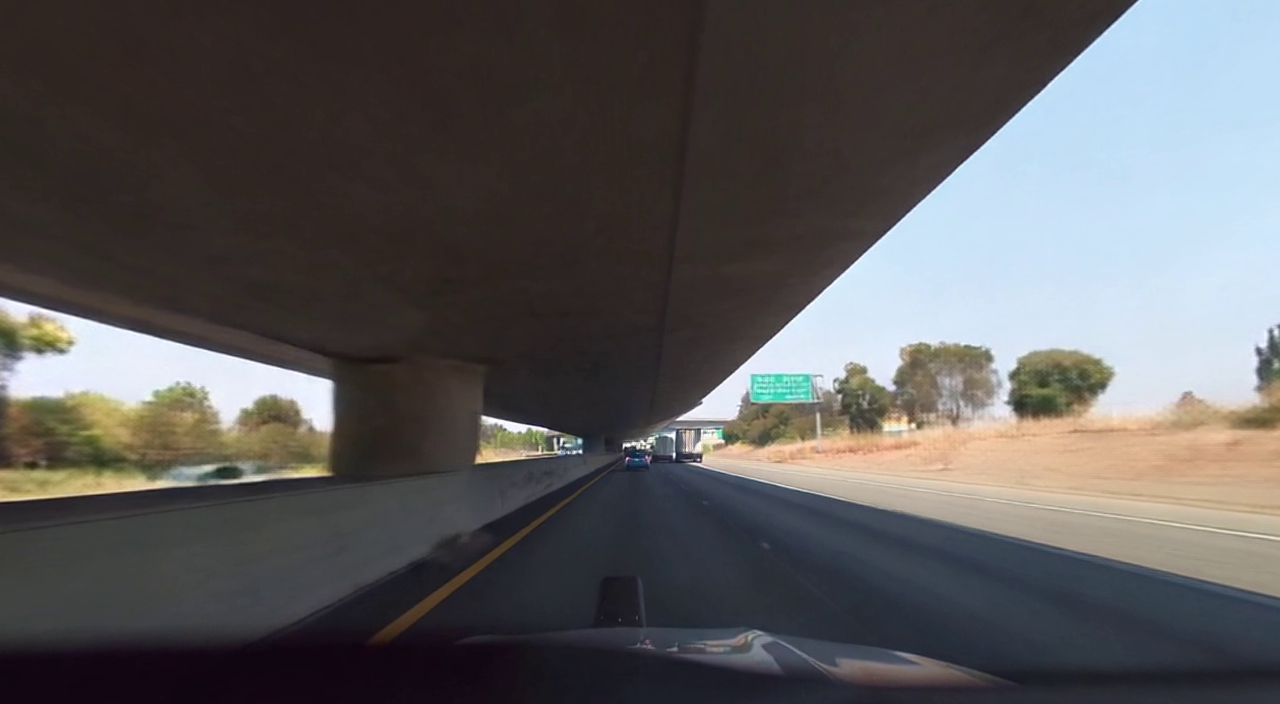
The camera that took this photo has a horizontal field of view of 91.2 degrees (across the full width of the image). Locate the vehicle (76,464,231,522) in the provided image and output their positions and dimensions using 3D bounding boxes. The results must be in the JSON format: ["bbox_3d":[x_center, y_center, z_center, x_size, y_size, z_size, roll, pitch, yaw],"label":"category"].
[{"bbox_3d":[-15.614,4.503,20.435,1.778,1.574,4.009,0,-9,0],"label":"vehicle"}]

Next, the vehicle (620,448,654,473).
[{"bbox_3d":[-0.218,6.884,39.989,2.083,1.473,3.923,0,-9,-1],"label":"vehicle"}]
